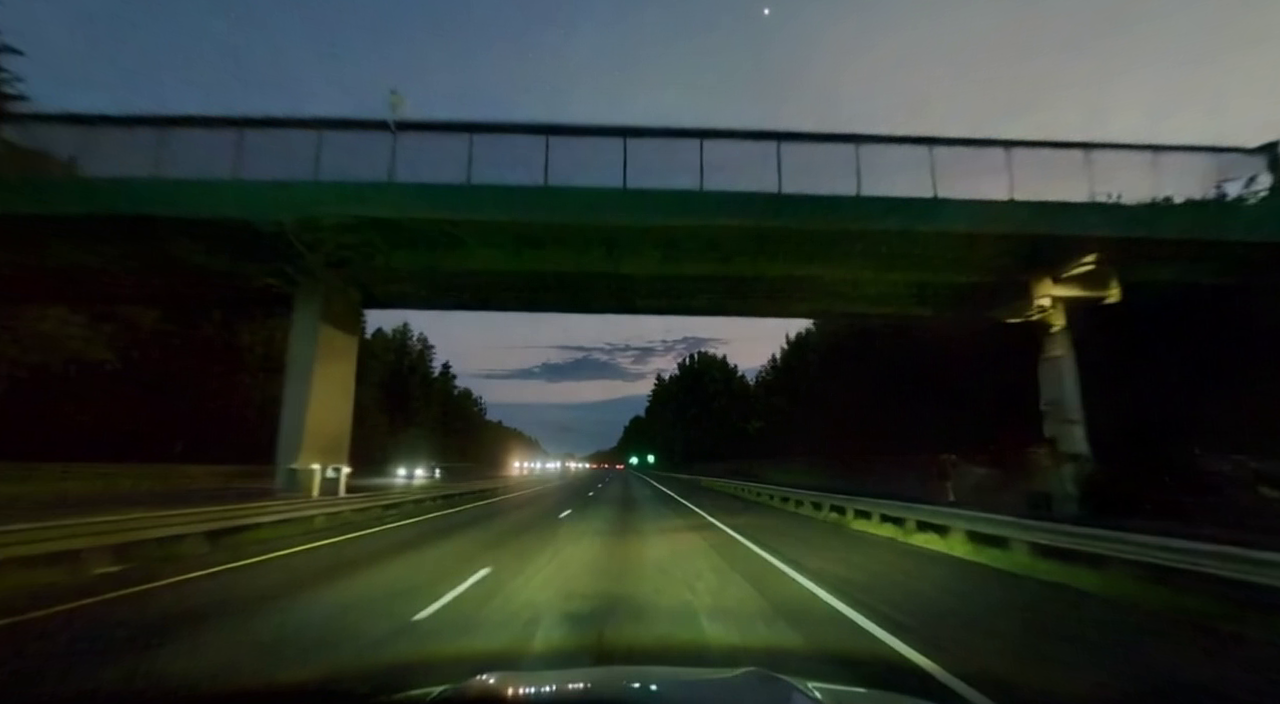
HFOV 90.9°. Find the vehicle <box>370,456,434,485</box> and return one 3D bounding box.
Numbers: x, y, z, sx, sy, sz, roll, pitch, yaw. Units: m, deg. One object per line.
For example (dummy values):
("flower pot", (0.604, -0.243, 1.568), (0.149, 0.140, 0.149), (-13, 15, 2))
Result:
("vehicle", (-13.340, 6.687, 35.630), (1.912, 1.470, 4.330), (1, -11, 0))

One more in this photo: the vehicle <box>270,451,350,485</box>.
("vehicle", (-17.144, 6.074, 32.978), (1.942, 1.617, 4.080), (1, -11, -1))
